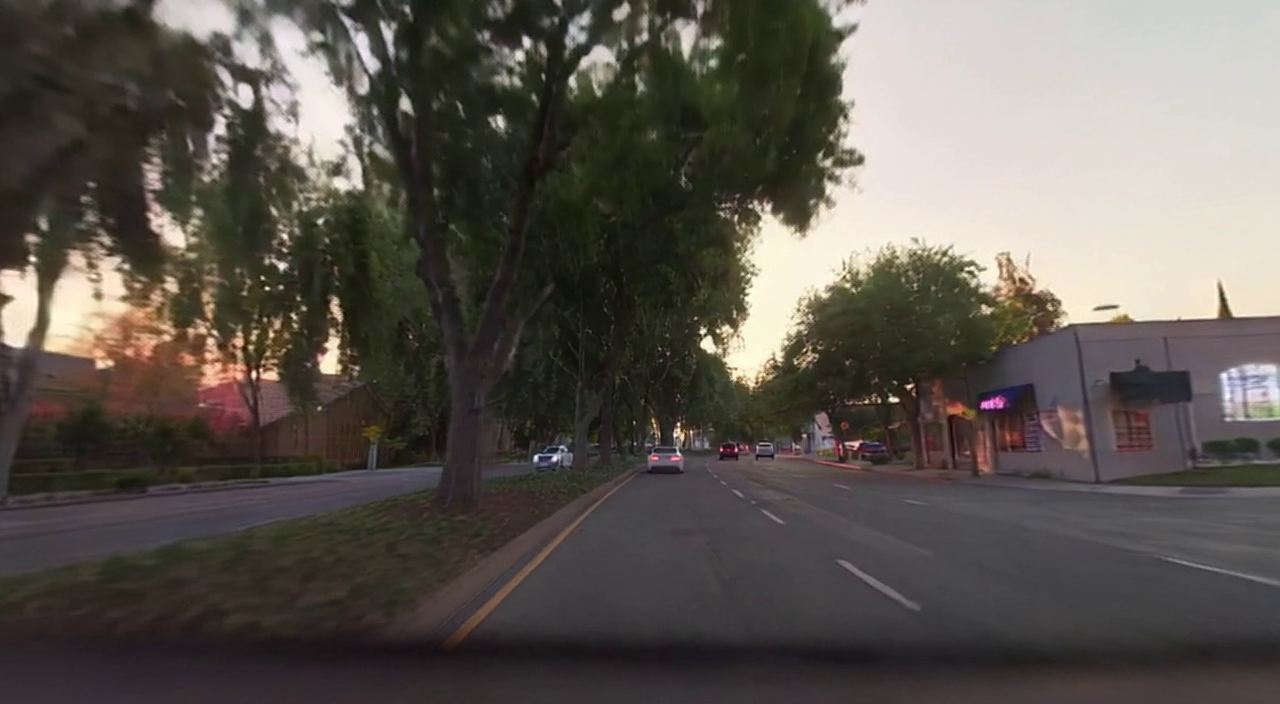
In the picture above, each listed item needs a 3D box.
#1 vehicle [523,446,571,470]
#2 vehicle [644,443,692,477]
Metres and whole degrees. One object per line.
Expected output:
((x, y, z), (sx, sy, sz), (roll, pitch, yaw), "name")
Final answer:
((-6.090, 7.008, 42.049), (2.063, 1.483, 4.751), (-1, -8, 5), "vehicle")
((1.395, 5.084, 29.953), (2.095, 1.456, 3.873), (-1, -8, 5), "vehicle")
